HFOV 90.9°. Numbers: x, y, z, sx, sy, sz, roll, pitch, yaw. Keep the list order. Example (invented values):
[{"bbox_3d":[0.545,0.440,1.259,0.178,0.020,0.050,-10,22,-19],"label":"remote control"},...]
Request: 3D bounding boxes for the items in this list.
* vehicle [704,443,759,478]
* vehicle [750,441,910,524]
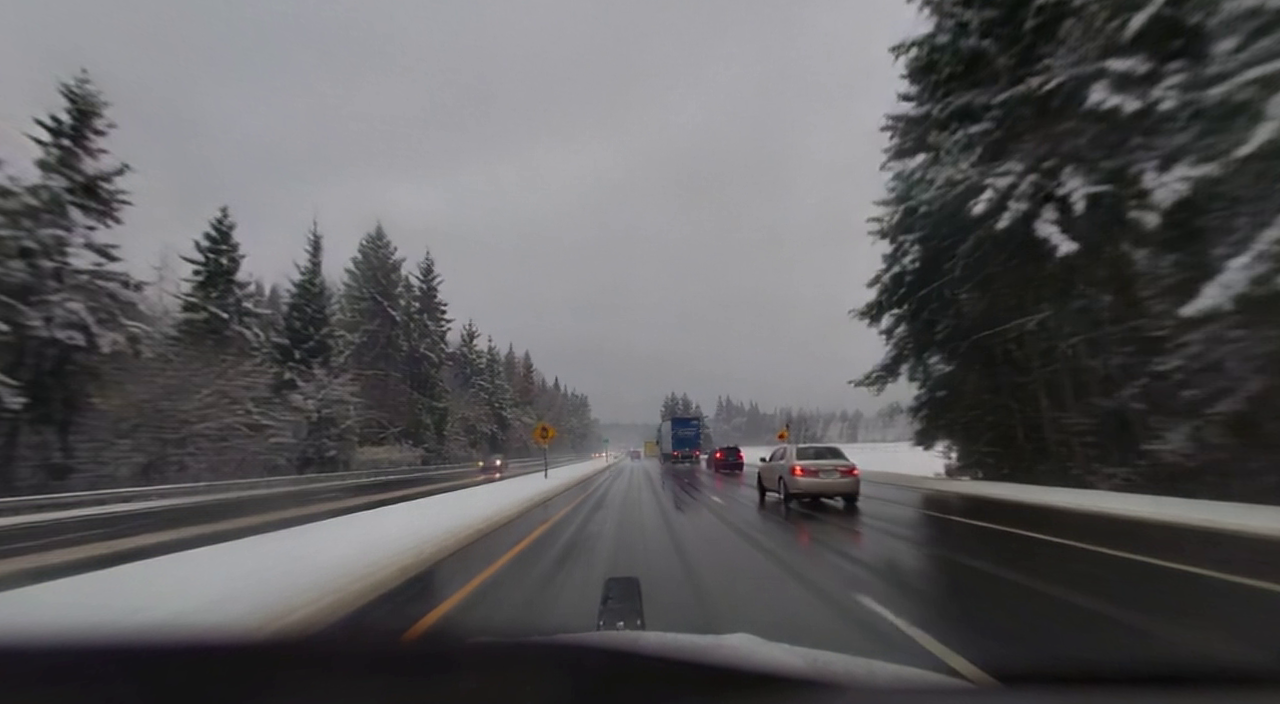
[{"bbox_3d":[4.748,5.714,33.355,2.118,1.688,4.715,0,-9,-1],"label":"vehicle"},{"bbox_3d":[3.949,2.795,14.139,2.031,1.491,4.883,0,-9,0],"label":"vehicle"}]
